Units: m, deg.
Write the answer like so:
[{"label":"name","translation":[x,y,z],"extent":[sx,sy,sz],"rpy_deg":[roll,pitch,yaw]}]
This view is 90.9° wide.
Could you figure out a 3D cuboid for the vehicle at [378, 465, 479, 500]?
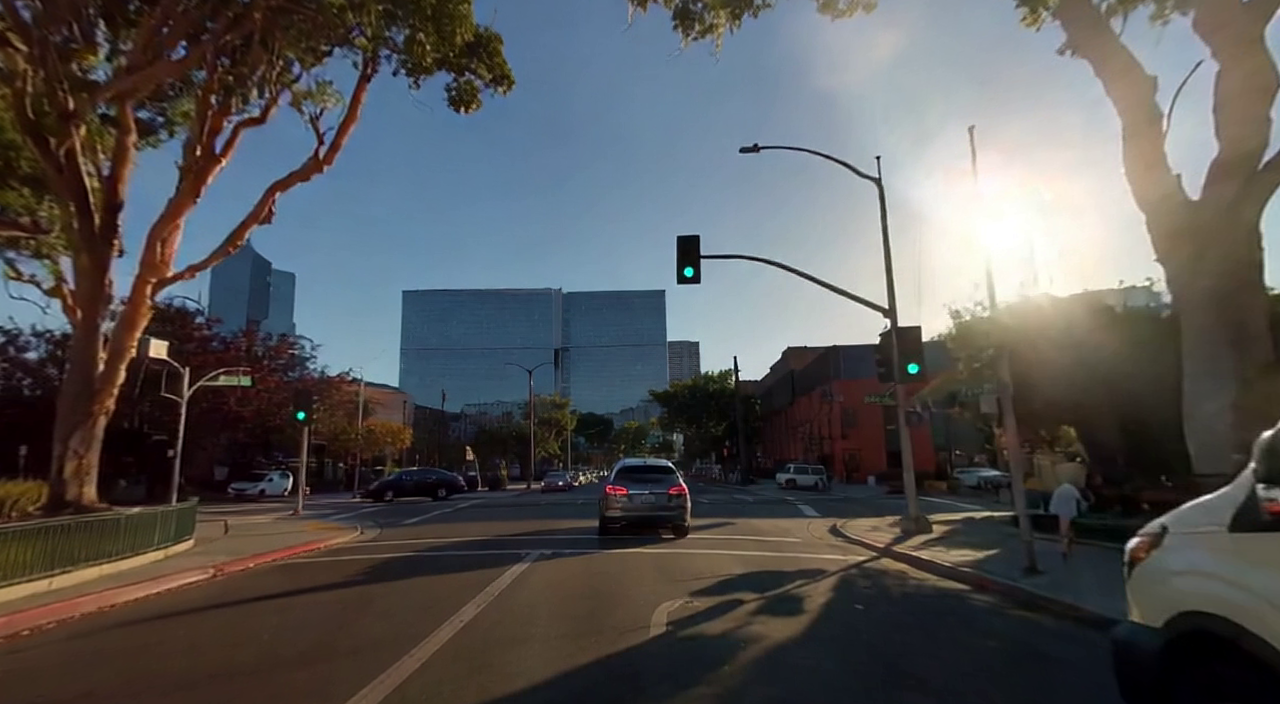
[{"label":"vehicle","translation":[-11.253,6.936,33.707],"extent":[4.675,1.692,1.993],"rpy_deg":[8,-13,-35]}]

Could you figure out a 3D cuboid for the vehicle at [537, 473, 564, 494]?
[{"label":"vehicle","translation":[-6.913,10.131,48.772],"extent":[1.757,1.473,3.712],"rpy_deg":[1,-11,-4]}]

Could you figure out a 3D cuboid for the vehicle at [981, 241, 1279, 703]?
[{"label":"vehicle","translation":[2.811,0.476,0.559],"extent":[2.054,1.965,5.248],"rpy_deg":[1,-11,0]}]

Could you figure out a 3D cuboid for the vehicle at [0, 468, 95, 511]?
[{"label":"vehicle","translation":[-25.359,5.562,25.654],"extent":[4.407,1.654,2.016],"rpy_deg":[0,-11,2]}]

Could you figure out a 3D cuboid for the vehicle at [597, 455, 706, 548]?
[{"label":"vehicle","translation":[0.140,3.055,13.306],"extent":[1.961,1.629,3.610],"rpy_deg":[1,-10,-2]}]
